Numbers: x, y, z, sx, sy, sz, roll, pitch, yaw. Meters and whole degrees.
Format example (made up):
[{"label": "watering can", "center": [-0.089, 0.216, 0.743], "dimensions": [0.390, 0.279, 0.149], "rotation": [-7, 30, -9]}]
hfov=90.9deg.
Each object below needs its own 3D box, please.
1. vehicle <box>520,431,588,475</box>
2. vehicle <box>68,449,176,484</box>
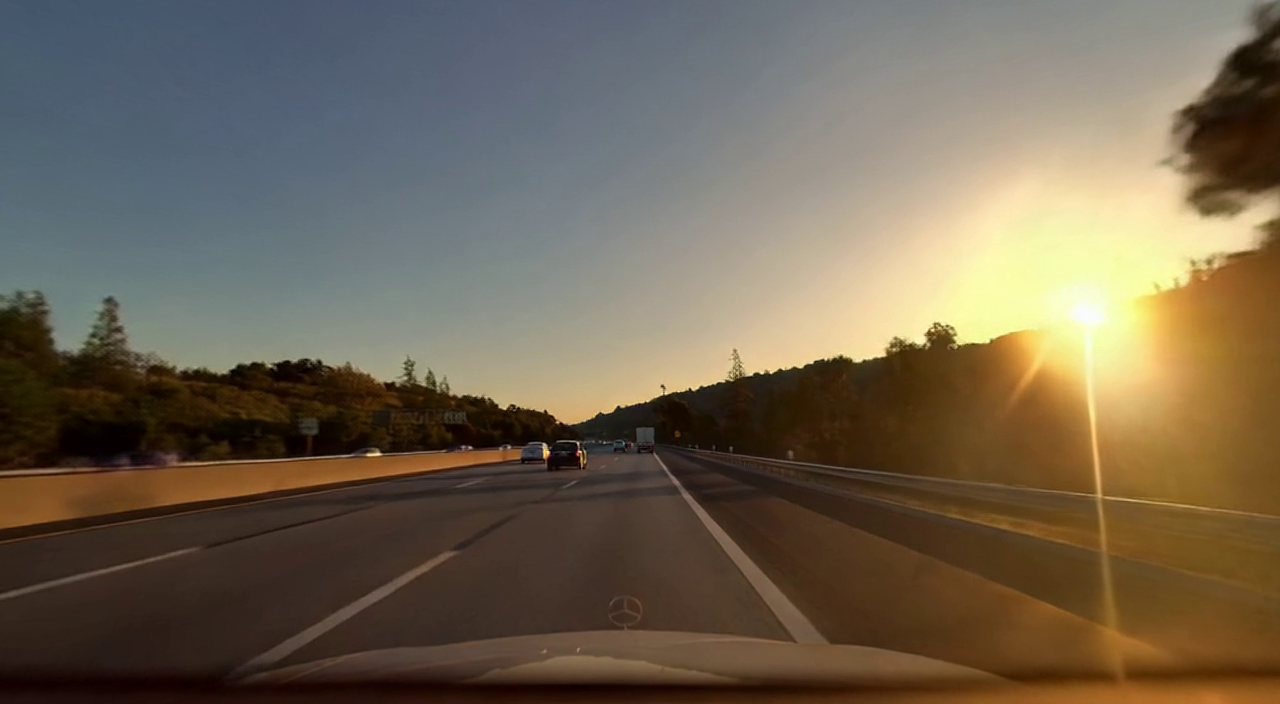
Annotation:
[{"label": "vehicle", "center": [-3.696, 4.496, 28.230], "dimensions": [2.283, 1.802, 4.810], "rotation": [0, -8, 1]}, {"label": "vehicle", "center": [-28.826, 6.348, 35.348], "dimensions": [2.003, 1.752, 4.697], "rotation": [0, -8, 1]}]
